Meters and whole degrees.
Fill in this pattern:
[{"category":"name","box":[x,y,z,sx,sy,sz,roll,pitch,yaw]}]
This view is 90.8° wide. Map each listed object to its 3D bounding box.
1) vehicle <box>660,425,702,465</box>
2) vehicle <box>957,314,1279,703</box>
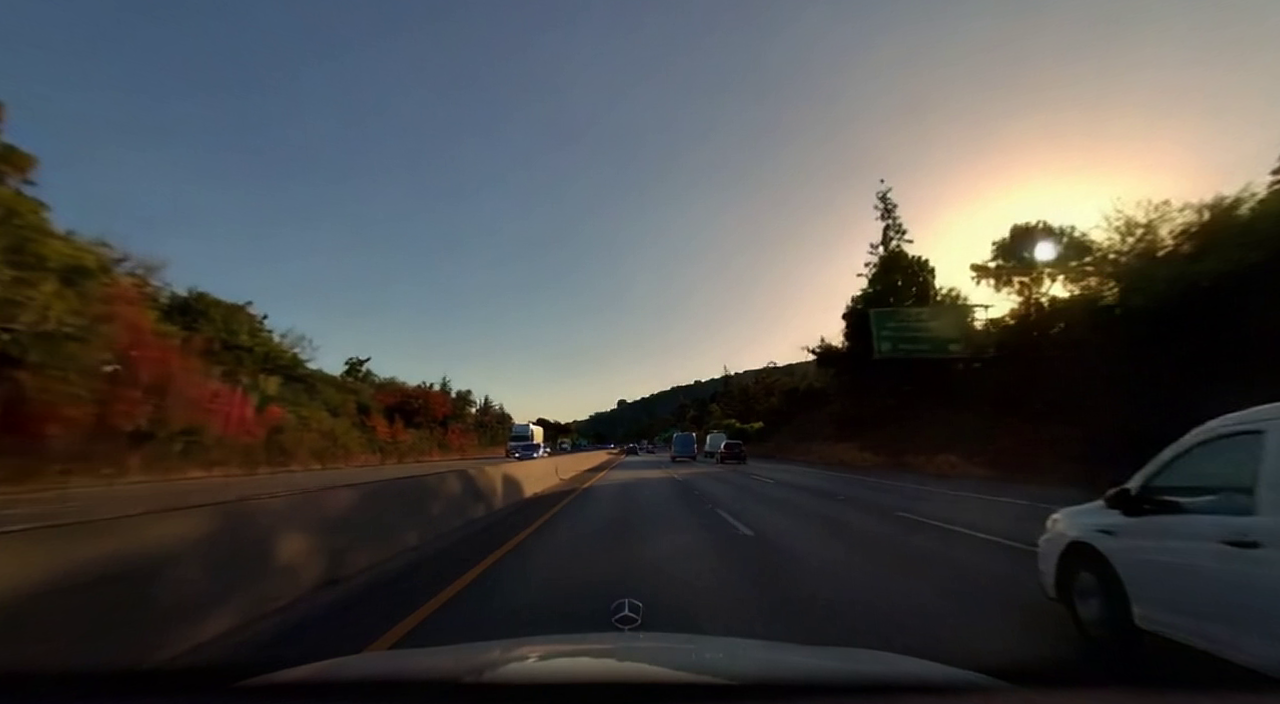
[{"category":"vehicle","box":[2.981,7.069,48.031,2.532,2.791,7.053,0,-9,-1]},{"category":"vehicle","box":[3.471,0.745,2.454,2.070,1.751,4.576,0,-9,0]}]
